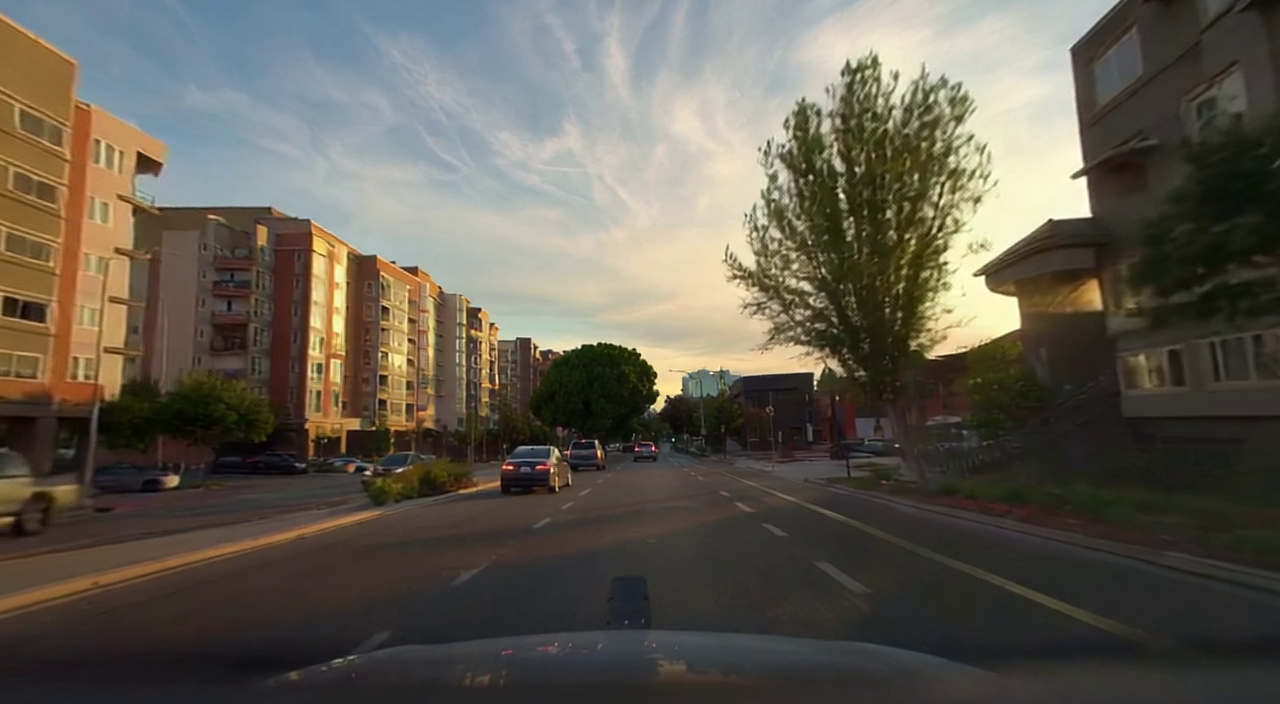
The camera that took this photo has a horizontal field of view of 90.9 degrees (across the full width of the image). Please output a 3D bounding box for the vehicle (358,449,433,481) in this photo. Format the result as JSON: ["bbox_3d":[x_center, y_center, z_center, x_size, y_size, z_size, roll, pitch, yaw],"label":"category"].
[{"bbox_3d":[-13.264,6.129,34.517,2.036,1.649,4.664,0,-9,3],"label":"vehicle"}]

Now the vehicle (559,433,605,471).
[{"bbox_3d":[-3.246,5.730,36.134,2.152,1.987,4.527,0,-9,1],"label":"vehicle"}]

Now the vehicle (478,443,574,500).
[{"bbox_3d":[-3.096,3.349,18.034,1.959,1.406,4.272,0,-9,0],"label":"vehicle"}]

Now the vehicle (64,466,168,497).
[{"bbox_3d":[-28.009,6.920,33.782,3.891,1.483,1.884,-1,-9,0],"label":"vehicle"}]
